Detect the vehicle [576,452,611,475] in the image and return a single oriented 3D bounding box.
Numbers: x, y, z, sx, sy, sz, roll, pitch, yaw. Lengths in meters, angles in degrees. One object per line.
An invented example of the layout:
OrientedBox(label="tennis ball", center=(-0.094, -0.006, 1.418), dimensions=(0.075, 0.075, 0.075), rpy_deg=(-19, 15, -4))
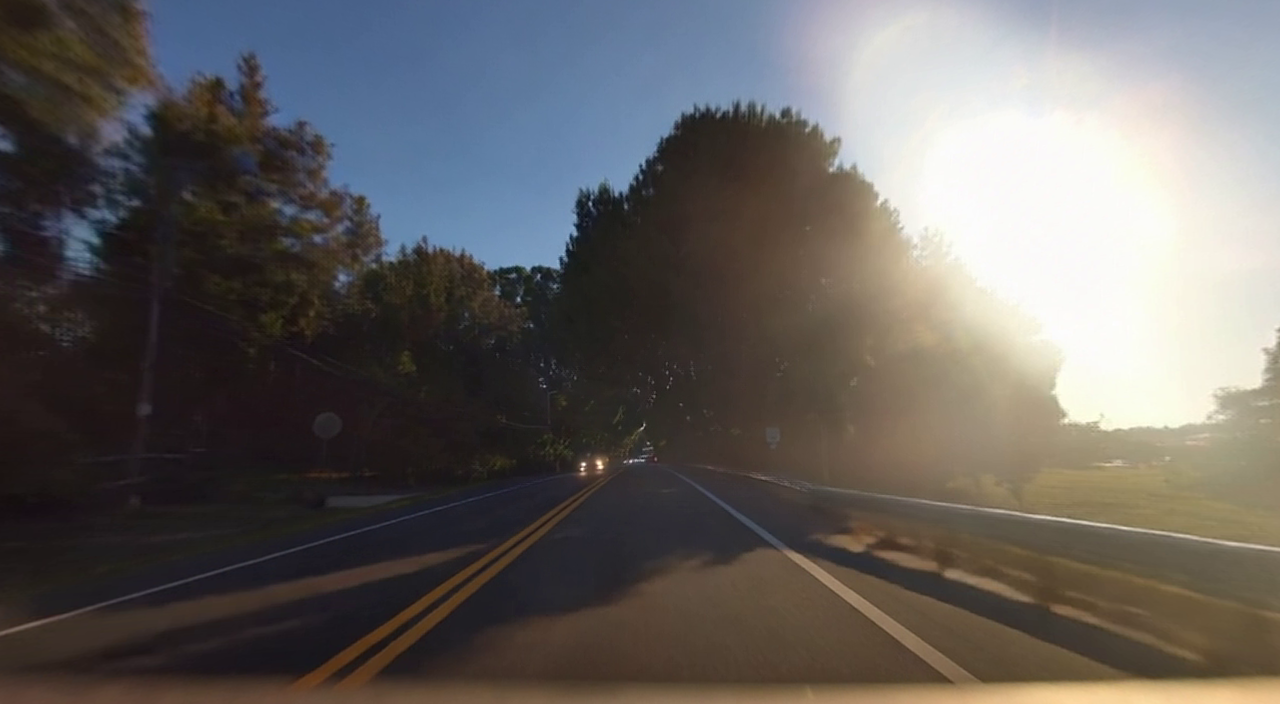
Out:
OrientedBox(label="vehicle", center=(-3.196, 7.837, 44.414), dimensions=(1.937, 1.473, 4.570), rpy_deg=(-1, -8, 2))
